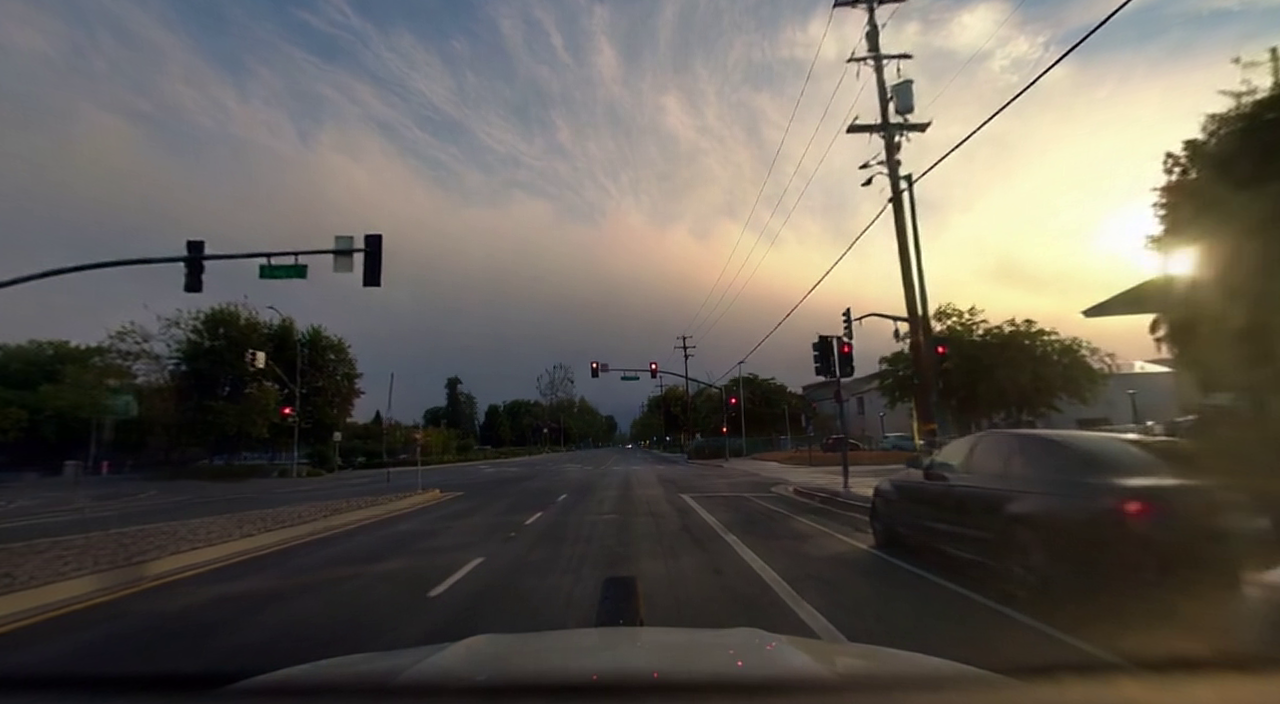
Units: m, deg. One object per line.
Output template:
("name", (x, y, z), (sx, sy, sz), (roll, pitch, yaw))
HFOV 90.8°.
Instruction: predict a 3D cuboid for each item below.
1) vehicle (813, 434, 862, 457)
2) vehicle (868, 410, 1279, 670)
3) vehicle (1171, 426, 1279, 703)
("vehicle", (15.009, 7.172, 48.366), (1.959, 1.471, 4.570), (-4, -9, -4))
("vehicle", (4.004, 1.436, 5.956), (1.961, 1.497, 4.415), (0, -9, -1))
("vehicle", (3.967, 0.803, 1.238), (1.833, 1.444, 4.589), (0, -9, 0))
